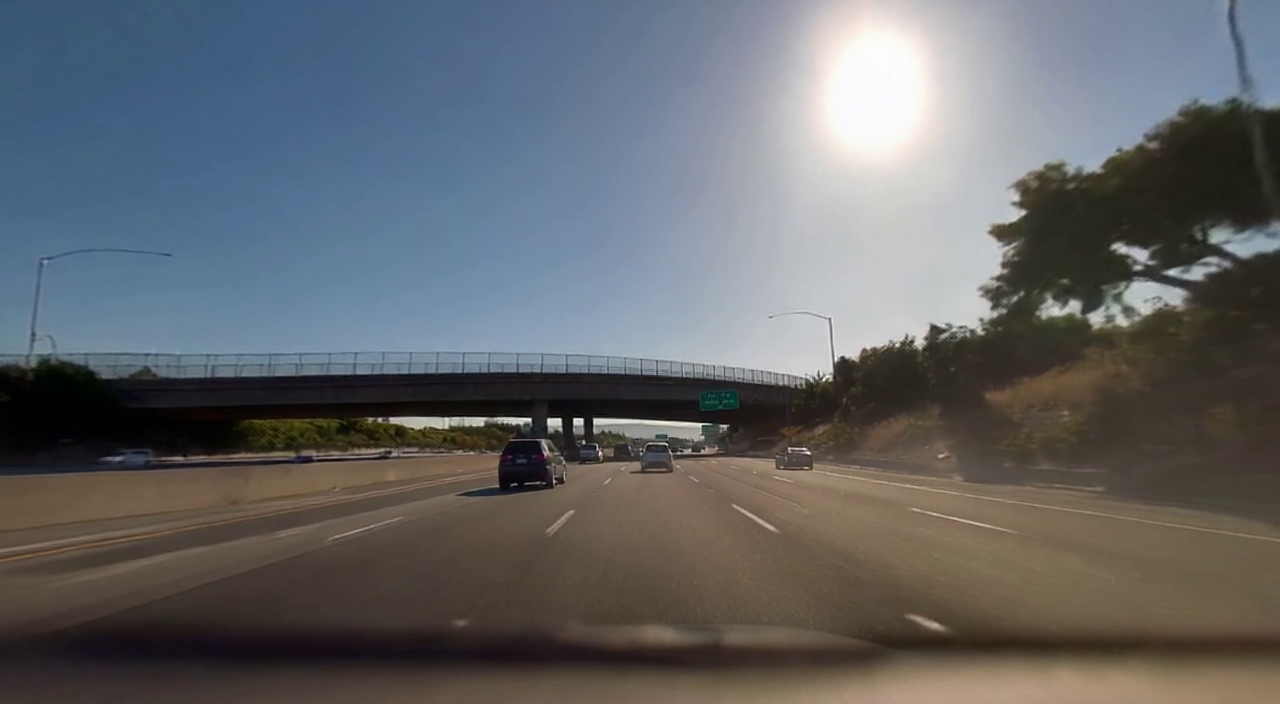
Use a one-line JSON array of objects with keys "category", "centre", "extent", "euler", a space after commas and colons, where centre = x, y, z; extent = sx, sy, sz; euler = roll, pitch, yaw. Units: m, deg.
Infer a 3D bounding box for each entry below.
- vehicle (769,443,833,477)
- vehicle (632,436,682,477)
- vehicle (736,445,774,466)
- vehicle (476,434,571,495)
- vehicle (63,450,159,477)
[{"category": "vehicle", "centre": [7.753, 5.225, 30.668], "extent": [1.936, 1.480, 4.373], "euler": [0, -9, 0]}, {"category": "vehicle", "centre": [0.847, 5.156, 31.330], "extent": [2.270, 1.862, 4.949], "euler": [0, -9, 1]}, {"category": "vehicle", "centre": [8.571, 7.751, 47.229], "extent": [2.005, 1.456, 4.287], "euler": [0, -9, 0]}, {"category": "vehicle", "centre": [-3.675, 3.644, 20.746], "extent": [2.142, 1.759, 4.297], "euler": [0, -9, 2]}, {"category": "vehicle", "centre": [-38.832, 8.153, 46.435], "extent": [2.157, 1.854, 5.192], "euler": [-1, -9, 6]}]
